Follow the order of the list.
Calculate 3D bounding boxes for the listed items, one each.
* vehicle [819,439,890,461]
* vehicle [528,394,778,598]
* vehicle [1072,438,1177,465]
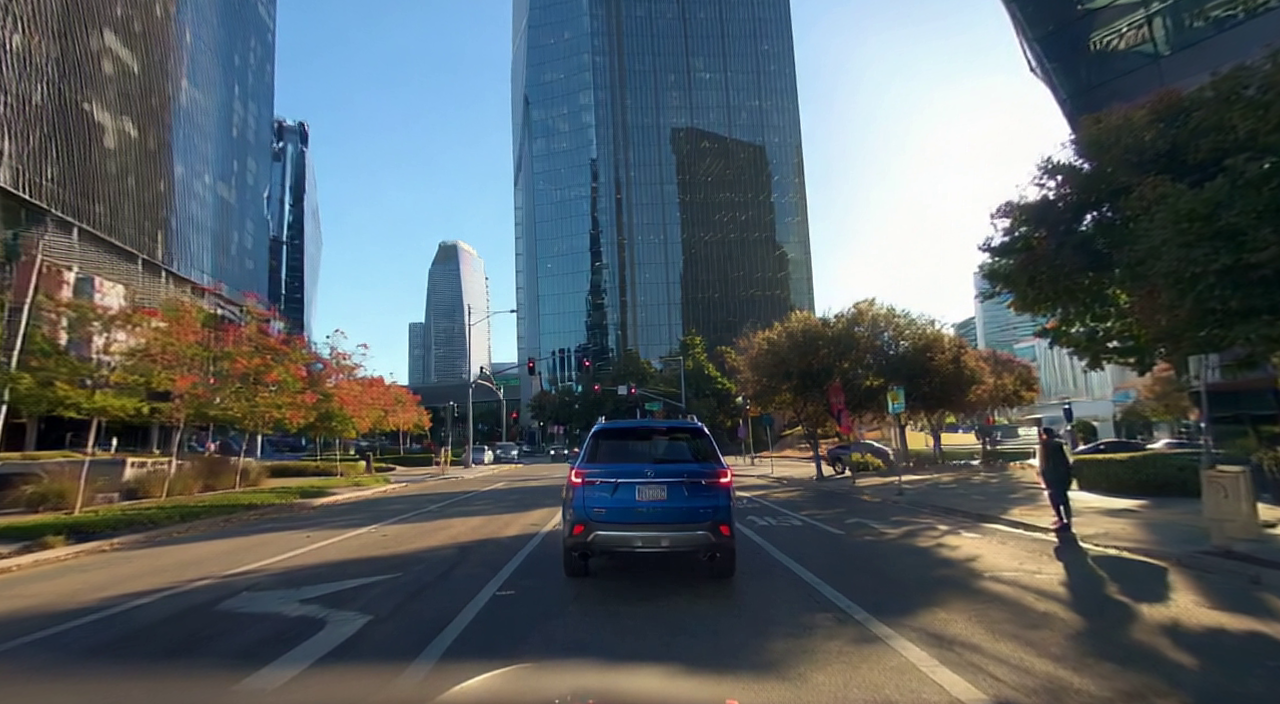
[{"bbox_3d":[15.410,7.036,45.454,4.422,1.563,1.751,0,-8,-1],"label":"vehicle"},{"bbox_3d":[0.014,1.555,7.635,2.183,1.765,4.059,0,-9,-3],"label":"vehicle"},{"bbox_3d":[29.421,6.055,38.474,4.571,1.558,2.171,0,-9,-2],"label":"vehicle"}]
